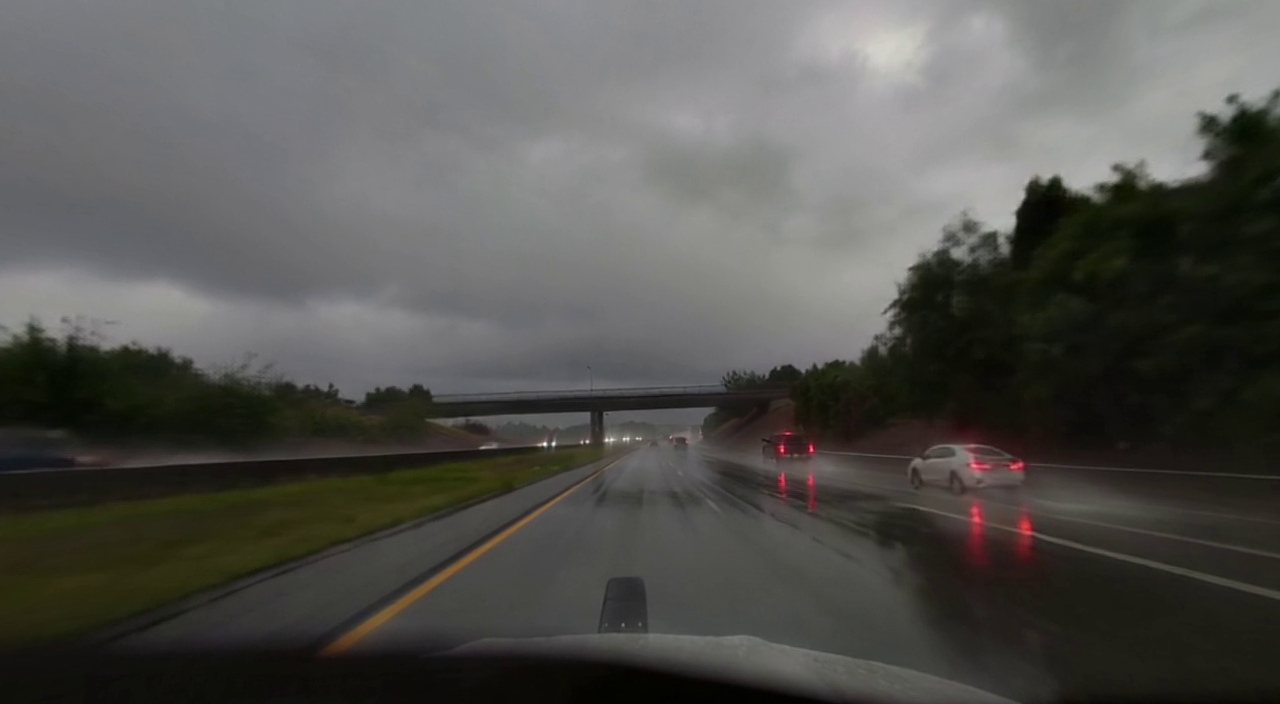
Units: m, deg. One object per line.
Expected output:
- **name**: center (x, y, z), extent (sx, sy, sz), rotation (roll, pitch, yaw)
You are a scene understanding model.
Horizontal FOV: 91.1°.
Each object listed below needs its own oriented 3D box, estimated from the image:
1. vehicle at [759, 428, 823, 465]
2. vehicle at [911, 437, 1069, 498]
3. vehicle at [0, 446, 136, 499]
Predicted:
- **vehicle**: center (8.936, 5.670, 37.698), extent (2.362, 2.037, 5.409), rotation (0, -8, -1)
- **vehicle**: center (9.515, 3.139, 17.508), extent (1.927, 1.472, 4.076), rotation (0, -8, -2)
- **vehicle**: center (-21.122, 4.262, 22.661), extent (1.988, 1.665, 4.631), rotation (0, -8, 0)
